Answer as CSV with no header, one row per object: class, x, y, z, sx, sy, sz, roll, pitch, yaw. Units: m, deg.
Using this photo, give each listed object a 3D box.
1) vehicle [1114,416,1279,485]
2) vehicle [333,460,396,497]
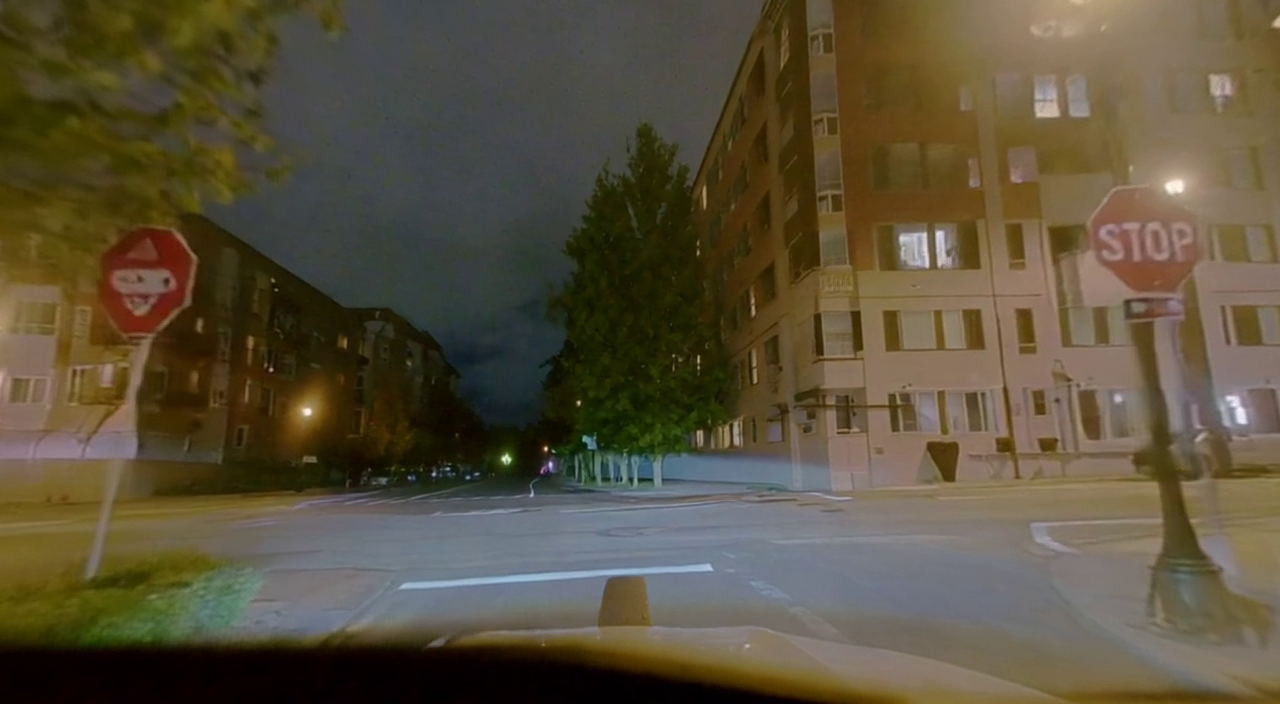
vehicle,18.455,3.072,19.746,5.213,1.850,2.126,-4,-11,4
vehicle,-13.357,6.134,30.843,2.027,1.475,4.522,0,-8,-13
